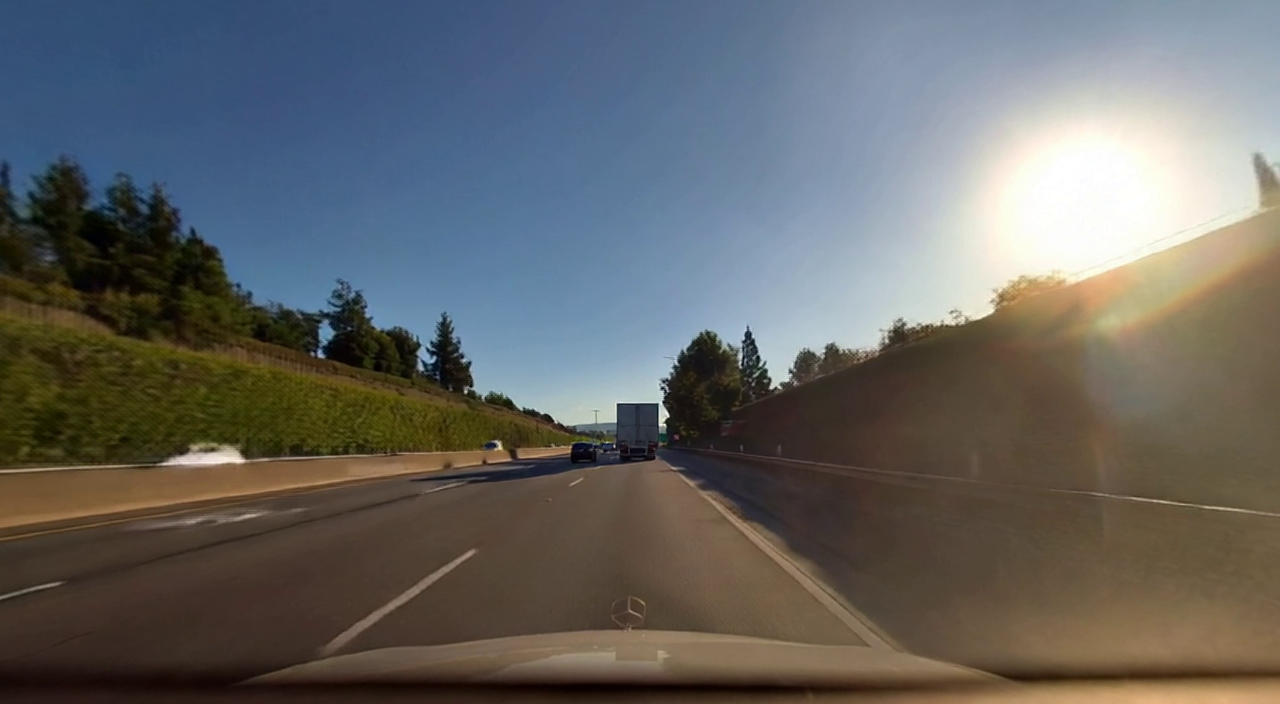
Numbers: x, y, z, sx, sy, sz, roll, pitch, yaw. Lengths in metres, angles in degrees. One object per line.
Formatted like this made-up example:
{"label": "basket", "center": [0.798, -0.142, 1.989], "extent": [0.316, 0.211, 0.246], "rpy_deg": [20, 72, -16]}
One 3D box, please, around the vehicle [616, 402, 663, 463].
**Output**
{"label": "vehicle", "center": [-0.202, 6.472, 49.757], "extent": [3.078, 4.031, 16.069], "rpy_deg": [0, -8, -1]}

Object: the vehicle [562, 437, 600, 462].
{"label": "vehicle", "center": [-4.159, 6.950, 44.997], "extent": [2.186, 1.716, 4.672], "rpy_deg": [0, -8, 1]}
